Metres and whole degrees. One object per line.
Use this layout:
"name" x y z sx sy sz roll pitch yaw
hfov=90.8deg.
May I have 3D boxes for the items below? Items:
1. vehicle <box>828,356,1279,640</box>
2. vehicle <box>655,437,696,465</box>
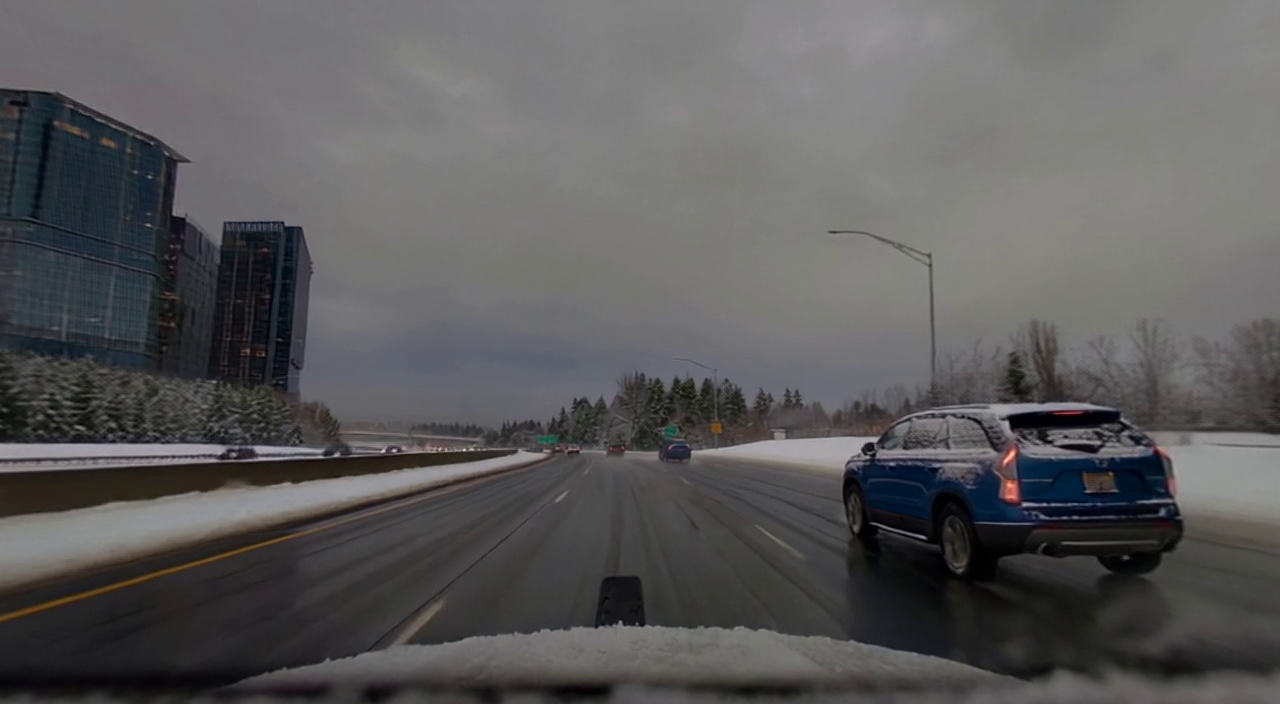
"vehicle" 3.709 1.251 6.348 2.182 1.826 4.392 0 -8 -1
"vehicle" 2.296 6.614 42.333 2.110 1.780 4.682 1 -8 -5
